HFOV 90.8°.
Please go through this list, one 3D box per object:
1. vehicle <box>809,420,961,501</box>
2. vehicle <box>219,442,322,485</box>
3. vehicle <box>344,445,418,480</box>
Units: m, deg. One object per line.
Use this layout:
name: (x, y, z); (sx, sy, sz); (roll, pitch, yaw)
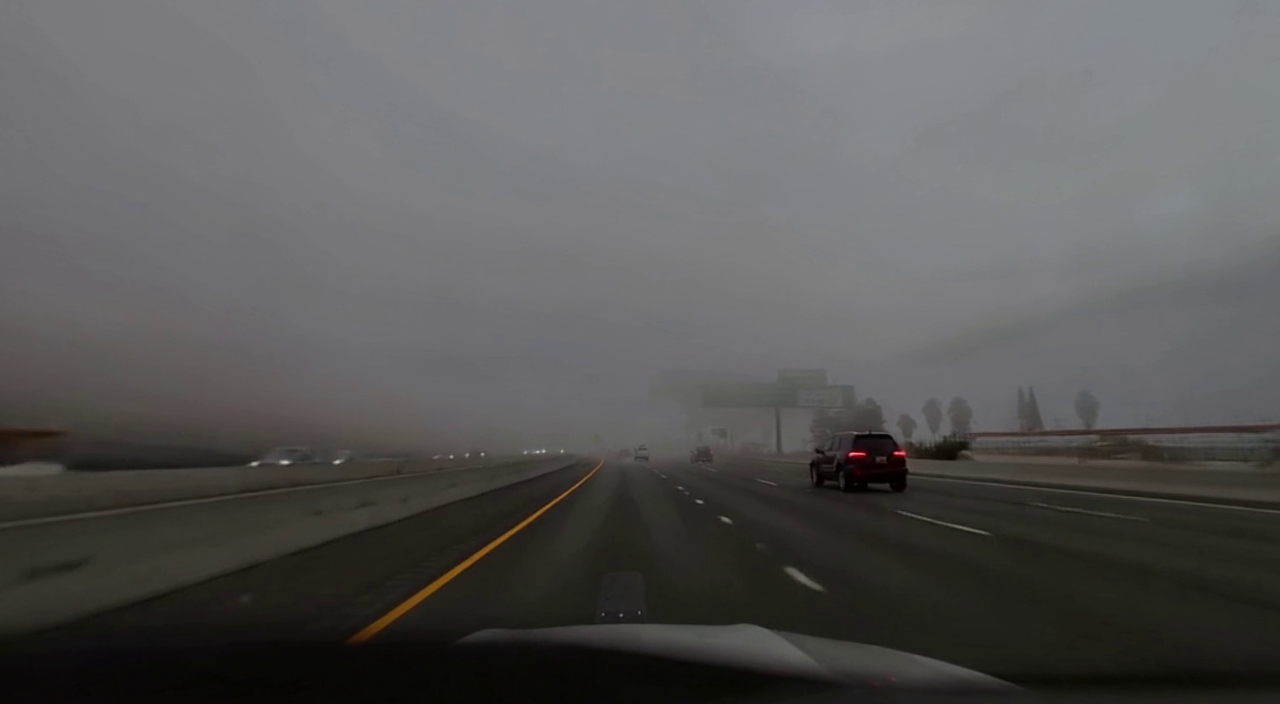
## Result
vehicle: (6.685, 3.032, 18.010); (2.181, 1.952, 4.973); (0, -9, -2)
vehicle: (-17.498, 5.262, 30.274); (2.108, 1.852, 4.929); (0, -8, -2)
vehicle: (-13.839, 5.912, 34.061); (2.118, 1.711, 4.587); (0, -9, -2)
